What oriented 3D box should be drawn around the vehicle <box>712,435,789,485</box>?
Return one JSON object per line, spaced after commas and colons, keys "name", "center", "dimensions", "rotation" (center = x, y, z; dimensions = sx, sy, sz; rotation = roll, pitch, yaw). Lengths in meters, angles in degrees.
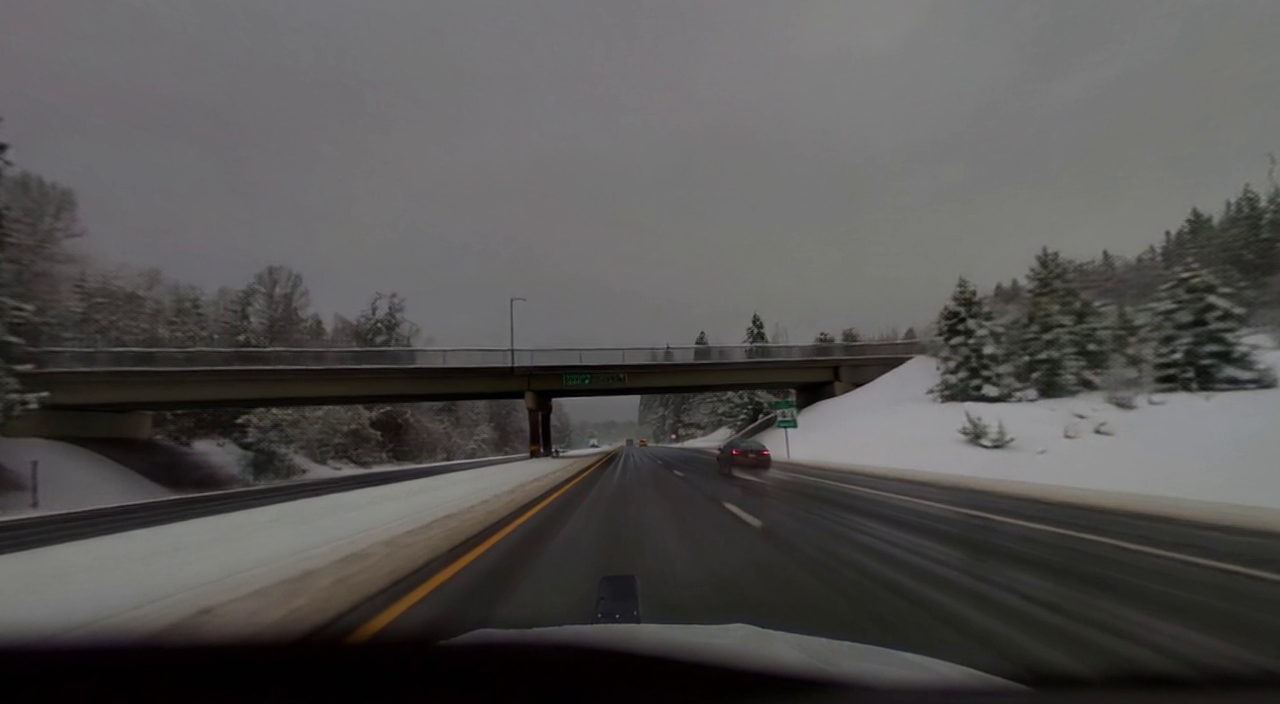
{"name": "vehicle", "center": [3.564, 3.530, 20.920], "dimensions": [1.781, 1.470, 3.540], "rotation": [0, -8, -2]}
